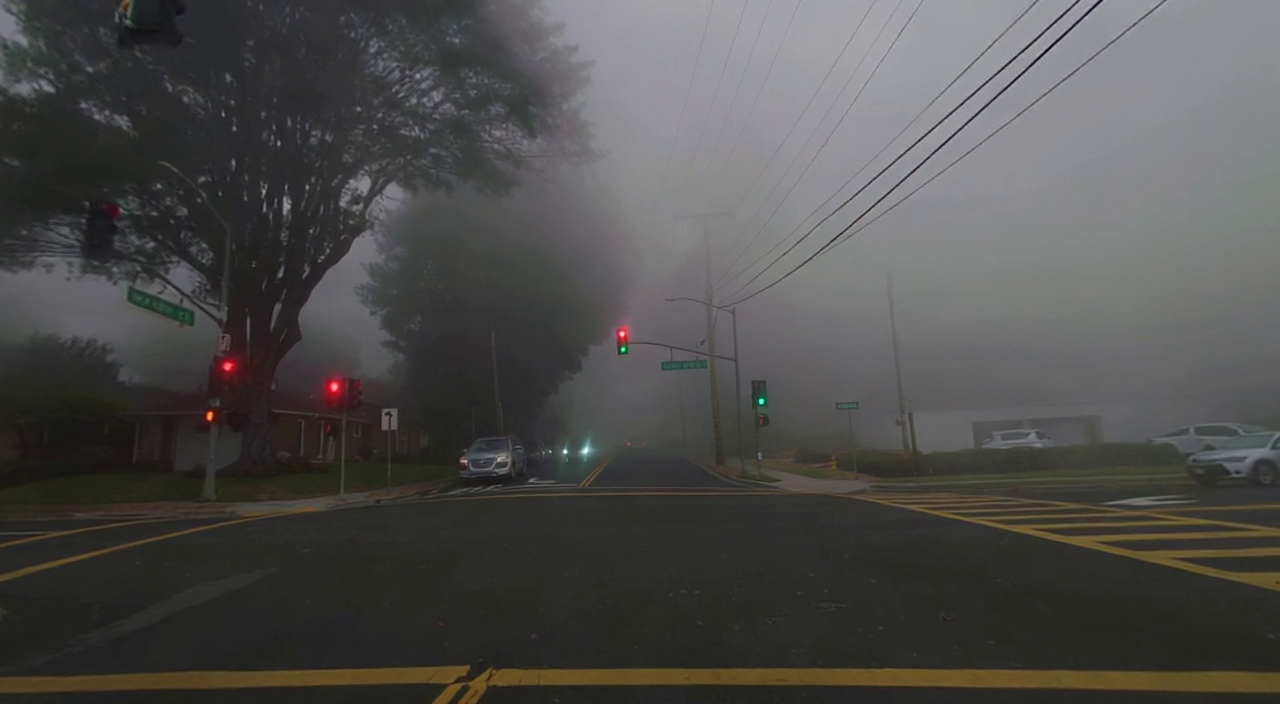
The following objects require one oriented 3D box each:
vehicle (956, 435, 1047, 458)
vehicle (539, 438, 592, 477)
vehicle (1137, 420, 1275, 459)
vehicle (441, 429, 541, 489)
[{"bbox_3d":[25.014,6.553,43.831,5.172,1.515,1.851,0,-9,-2],"label":"vehicle"},{"bbox_3d":[-3.647,5.285,31.908,2.120,1.783,4.788,0,-9,0],"label":"vehicle"},{"bbox_3d":[33.275,5.166,37.238,5.969,2.149,2.331,0,-9,-3],"label":"vehicle"},{"bbox_3d":[-6.497,4.819,28.850,2.896,2.339,7.322,0,-9,-1],"label":"vehicle"}]
